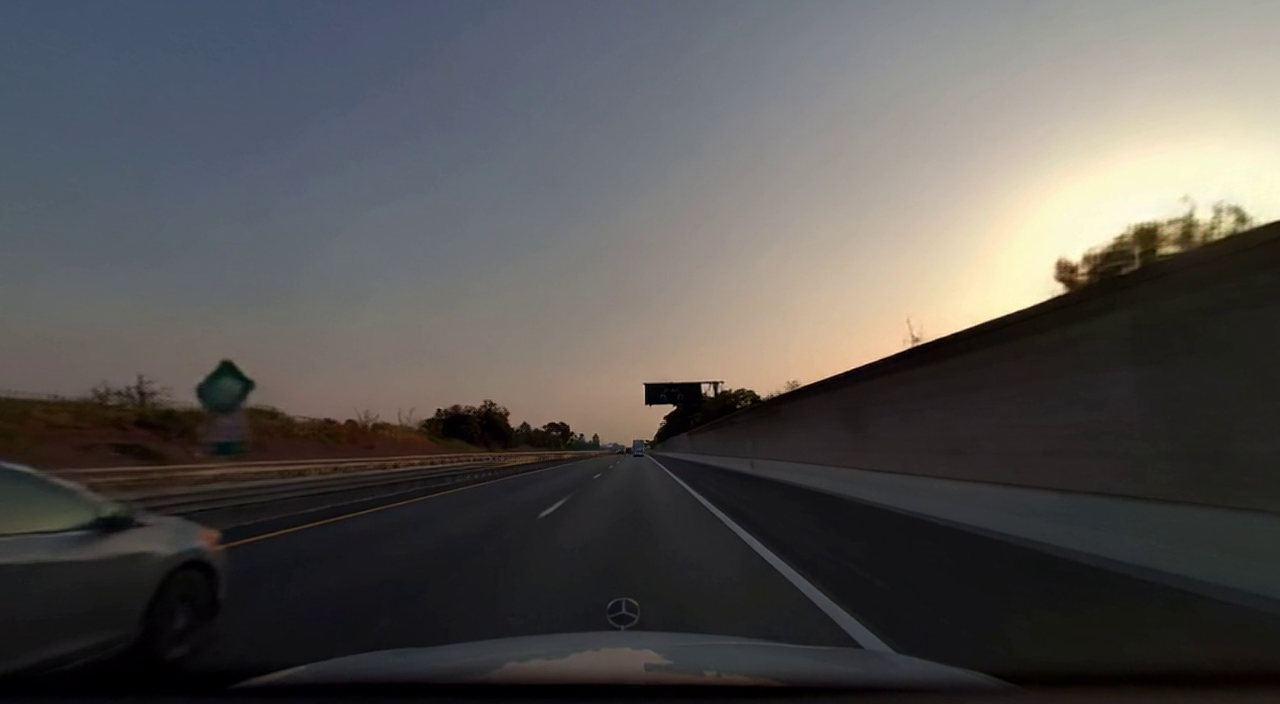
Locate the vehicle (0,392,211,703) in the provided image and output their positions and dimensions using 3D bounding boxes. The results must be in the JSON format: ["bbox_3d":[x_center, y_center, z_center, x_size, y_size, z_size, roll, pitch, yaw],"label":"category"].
[{"bbox_3d":[-4.067,0.922,2.457,1.844,1.620,4.142,0,-9,0],"label":"vehicle"}]
